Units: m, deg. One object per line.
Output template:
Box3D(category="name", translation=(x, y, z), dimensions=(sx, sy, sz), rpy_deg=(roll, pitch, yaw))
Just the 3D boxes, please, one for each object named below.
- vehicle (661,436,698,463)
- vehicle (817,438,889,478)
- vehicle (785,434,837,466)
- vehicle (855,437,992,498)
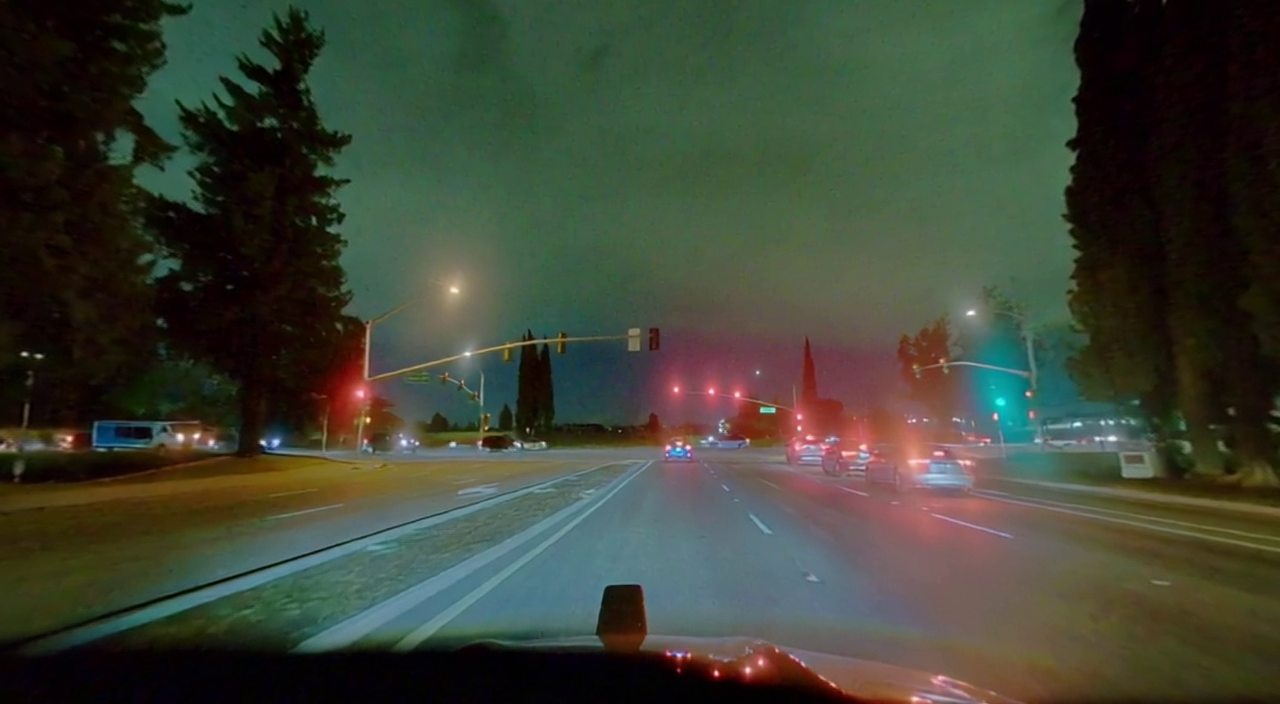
Box3D(category="vehicle", translation=(2.267, 5.689, 36.930), dimensions=(2.041, 1.485, 3.813), rpy_deg=(-1, -8, 3))
Box3D(category="vehicle", translation=(8.446, 4.213, 25.387), dimensions=(1.726, 1.467, 3.793), rpy_deg=(-1, -8, 3))
Box3D(category="vehicle", translation=(9.177, 5.282, 34.127), dimensions=(1.901, 1.577, 4.348), rpy_deg=(-1, -8, 4))
Box3D(category="vehicle", translation=(7.849, 3.204, 18.048), dimensions=(1.947, 1.478, 4.731), rpy_deg=(-1, -8, 3))
